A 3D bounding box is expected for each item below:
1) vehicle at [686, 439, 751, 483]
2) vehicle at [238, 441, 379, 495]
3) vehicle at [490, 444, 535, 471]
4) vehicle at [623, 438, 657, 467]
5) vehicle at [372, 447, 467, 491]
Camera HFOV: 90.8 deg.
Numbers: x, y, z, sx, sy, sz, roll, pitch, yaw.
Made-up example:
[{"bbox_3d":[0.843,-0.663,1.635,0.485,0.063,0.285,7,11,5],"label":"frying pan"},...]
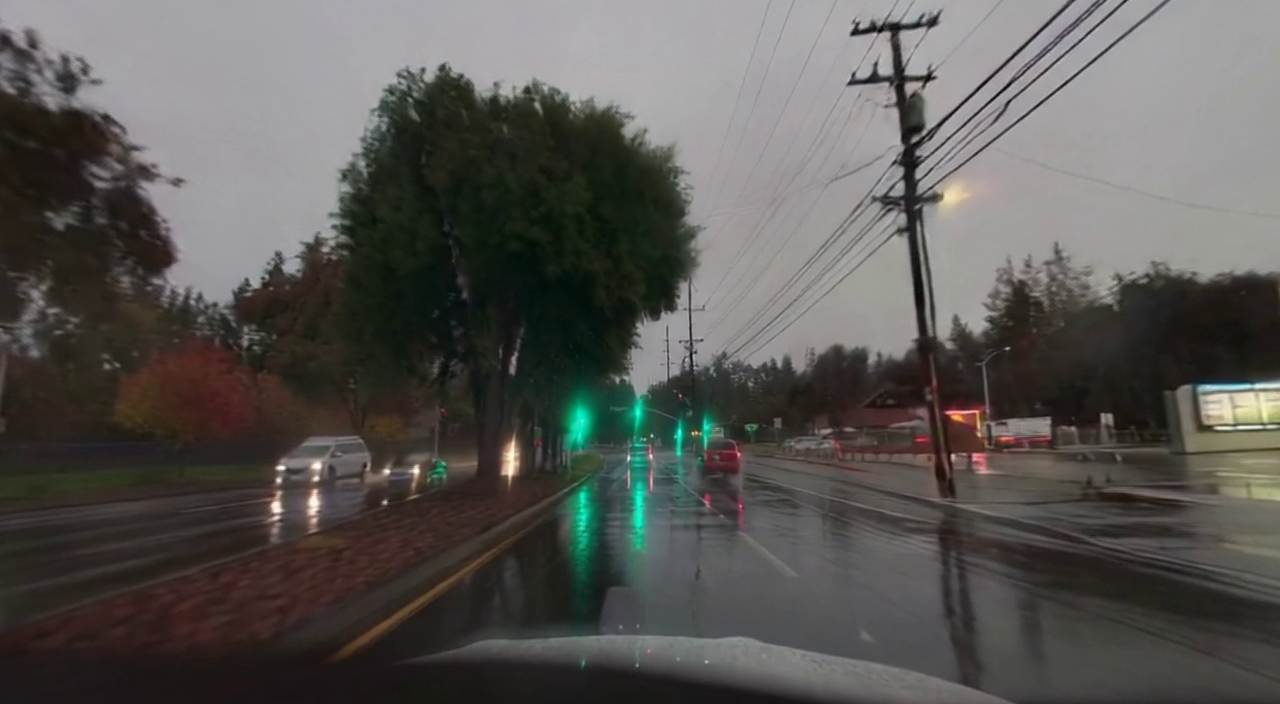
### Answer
[{"bbox_3d":[3.103,4.394,25.751,1.990,1.592,4.294,0,-8,-1],"label":"vehicle"},{"bbox_3d":[-12.802,4.497,25.020,2.415,1.828,5.778,-1,-8,0],"label":"vehicle"},{"bbox_3d":[-8.584,7.167,43.053,2.089,1.693,4.546,-1,-8,1],"label":"vehicle"},{"bbox_3d":[-0.041,6.771,42.714,2.163,1.825,4.073,0,-8,-1],"label":"vehicle"},{"bbox_3d":[-8.360,4.436,24.475,2.180,1.484,4.612,0,-8,-2],"label":"vehicle"}]
